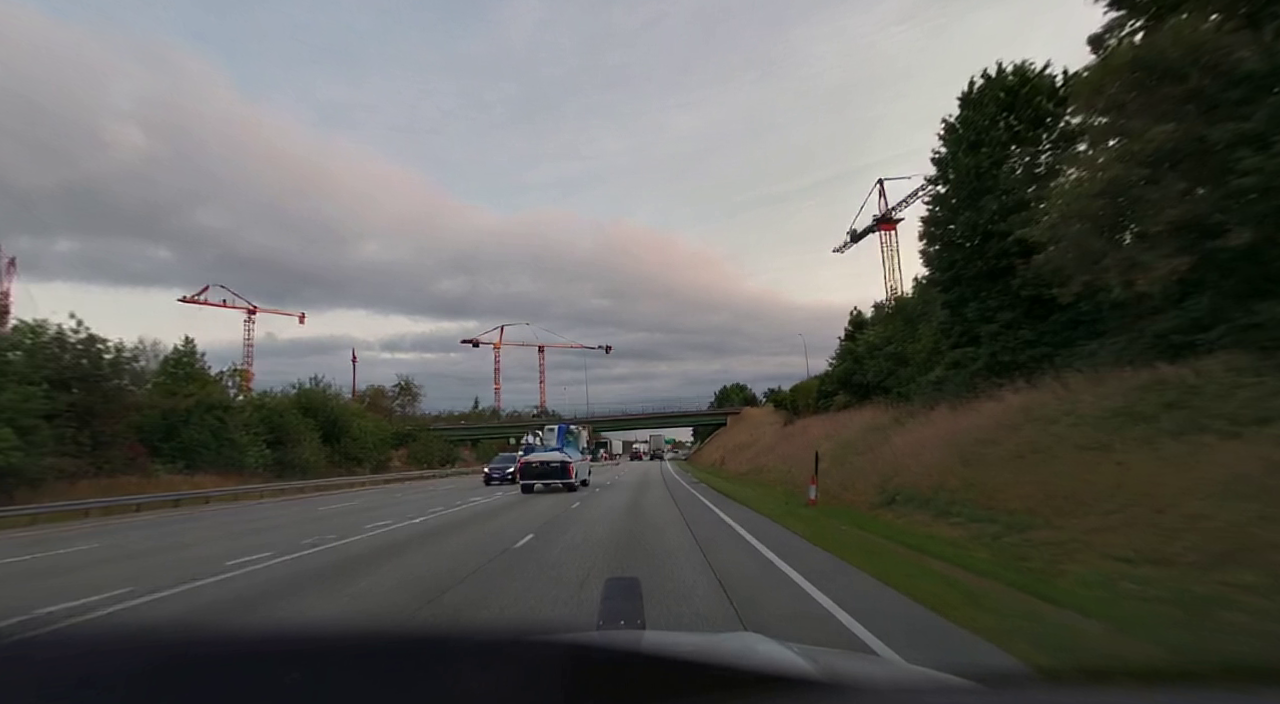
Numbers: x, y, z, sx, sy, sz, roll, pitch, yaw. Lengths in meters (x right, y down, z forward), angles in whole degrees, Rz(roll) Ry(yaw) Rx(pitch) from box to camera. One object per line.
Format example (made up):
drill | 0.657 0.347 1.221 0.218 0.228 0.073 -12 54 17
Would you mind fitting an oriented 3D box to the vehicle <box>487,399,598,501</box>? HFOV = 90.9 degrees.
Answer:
vehicle | -2.885 3.213 20.663 2.565 2.771 6.641 0 -9 0
